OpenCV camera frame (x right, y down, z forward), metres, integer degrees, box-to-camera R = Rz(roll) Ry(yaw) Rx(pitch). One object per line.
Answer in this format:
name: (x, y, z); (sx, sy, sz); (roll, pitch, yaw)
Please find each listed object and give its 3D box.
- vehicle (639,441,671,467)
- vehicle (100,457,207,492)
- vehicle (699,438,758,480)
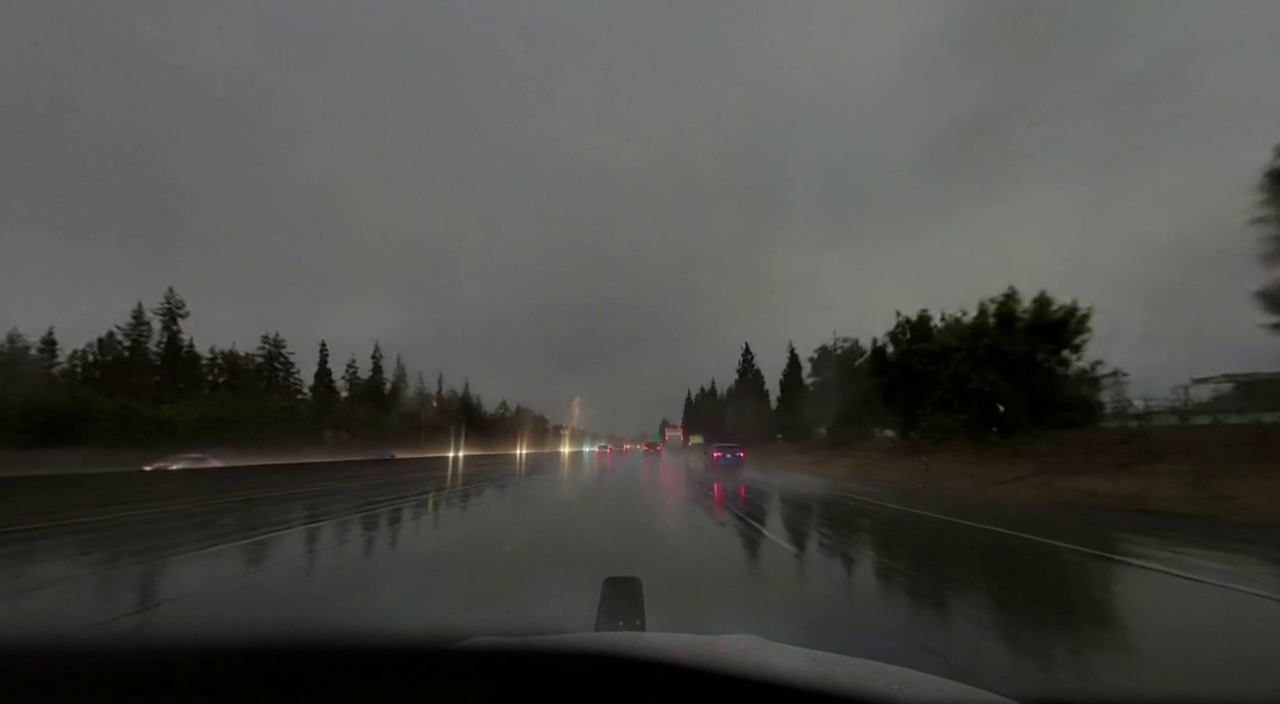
vehicle: (1.050, 7.507, 46.487); (2.205, 1.785, 4.423); (0, -9, 0)
vehicle: (-25.287, 6.334, 32.959); (1.917, 1.632, 4.412); (0, -9, 1)
vehicle: (3.920, 4.849, 28.722); (2.082, 1.720, 4.393); (0, -9, 0)
